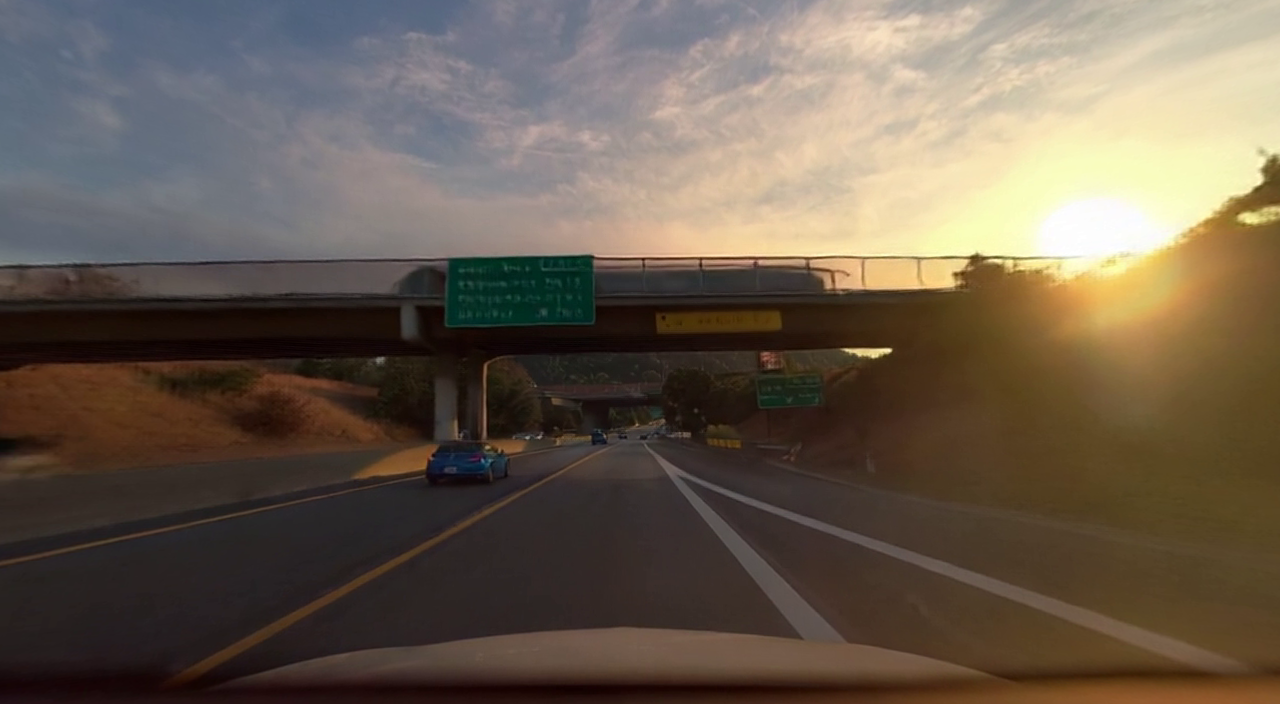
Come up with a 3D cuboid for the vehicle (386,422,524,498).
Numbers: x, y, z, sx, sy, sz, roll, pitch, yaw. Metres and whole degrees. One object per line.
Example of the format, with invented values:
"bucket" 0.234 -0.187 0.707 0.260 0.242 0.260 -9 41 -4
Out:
"vehicle" -4.431 2.632 15.939 2.086 1.624 4.607 0 -8 0
